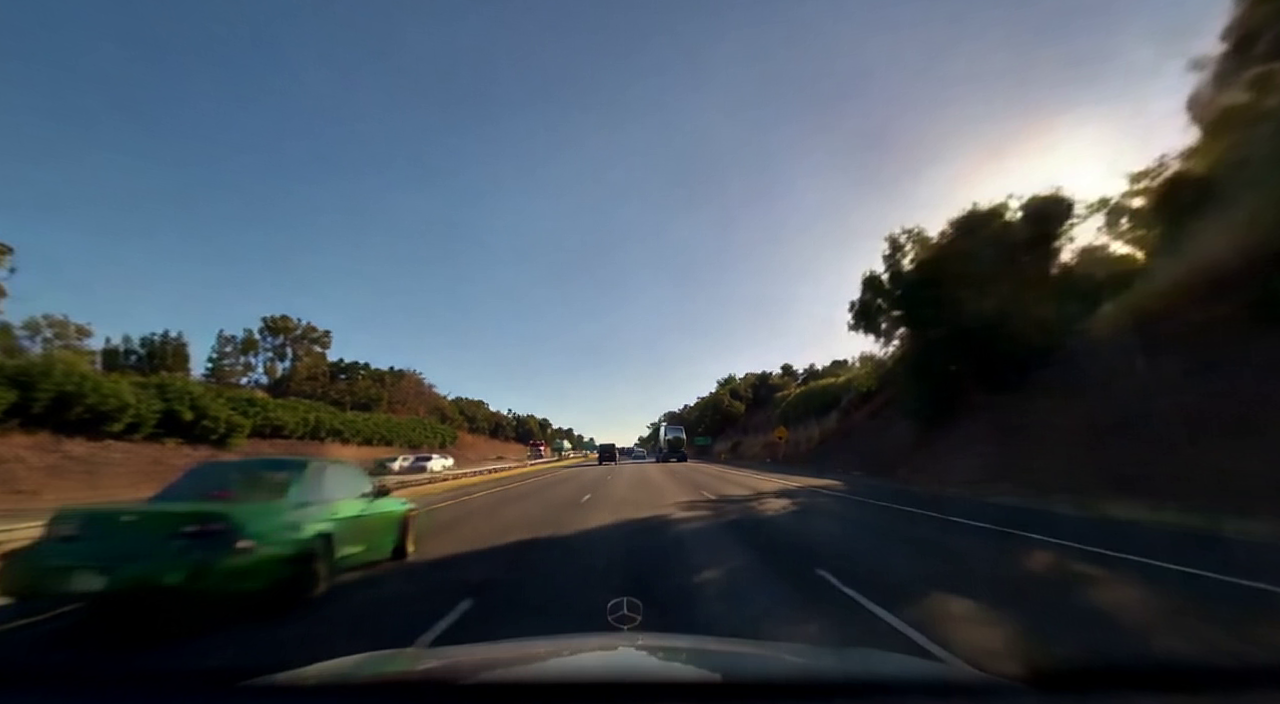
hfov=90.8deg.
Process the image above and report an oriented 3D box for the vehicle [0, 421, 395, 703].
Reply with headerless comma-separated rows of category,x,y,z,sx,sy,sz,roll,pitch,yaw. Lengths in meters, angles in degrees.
vehicle,-3.662,1.372,4.782,2.013,1.498,3.908,-1,-9,0
